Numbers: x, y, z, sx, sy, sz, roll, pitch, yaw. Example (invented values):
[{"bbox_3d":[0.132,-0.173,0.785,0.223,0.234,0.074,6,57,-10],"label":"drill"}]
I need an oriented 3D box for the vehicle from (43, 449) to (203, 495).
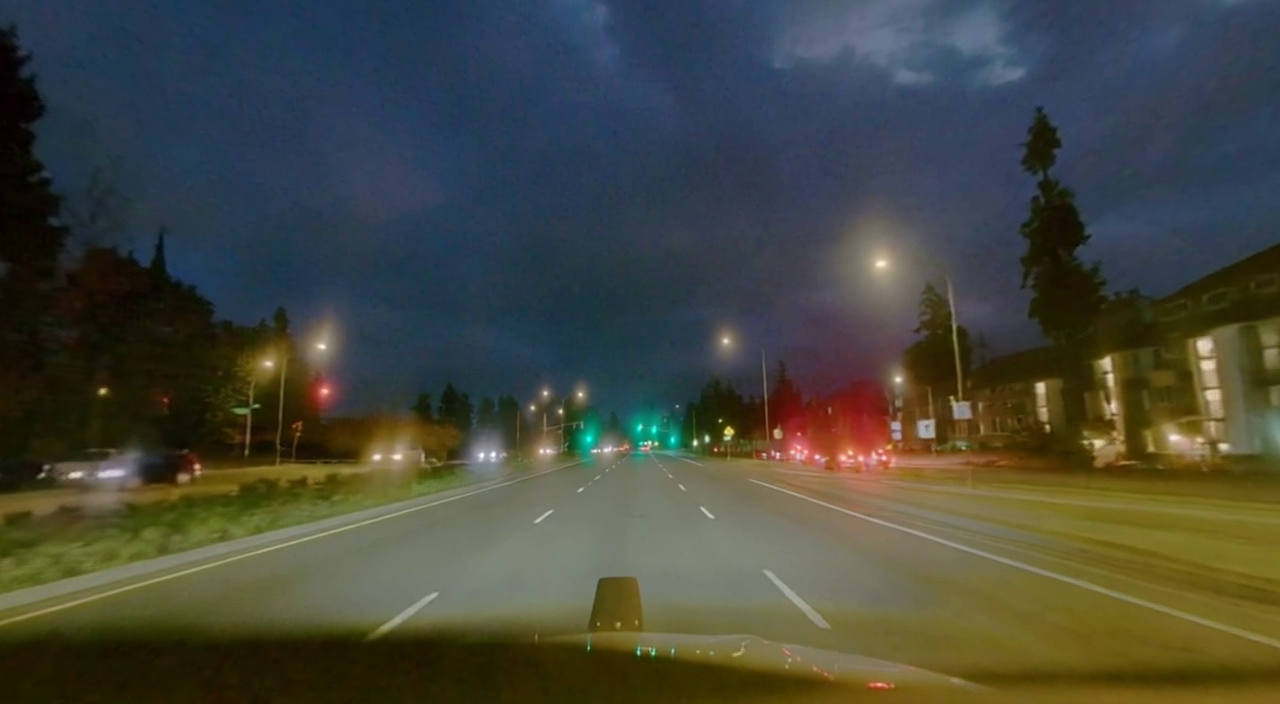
[{"bbox_3d":[-18.815,4.339,23.358,1.892,1.474,4.723,0,-8,1],"label":"vehicle"}]

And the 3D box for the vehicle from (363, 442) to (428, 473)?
[{"bbox_3d":[-15.131,6.528,39.375,1.999,1.773,4.851,0,-8,1],"label":"vehicle"}]
